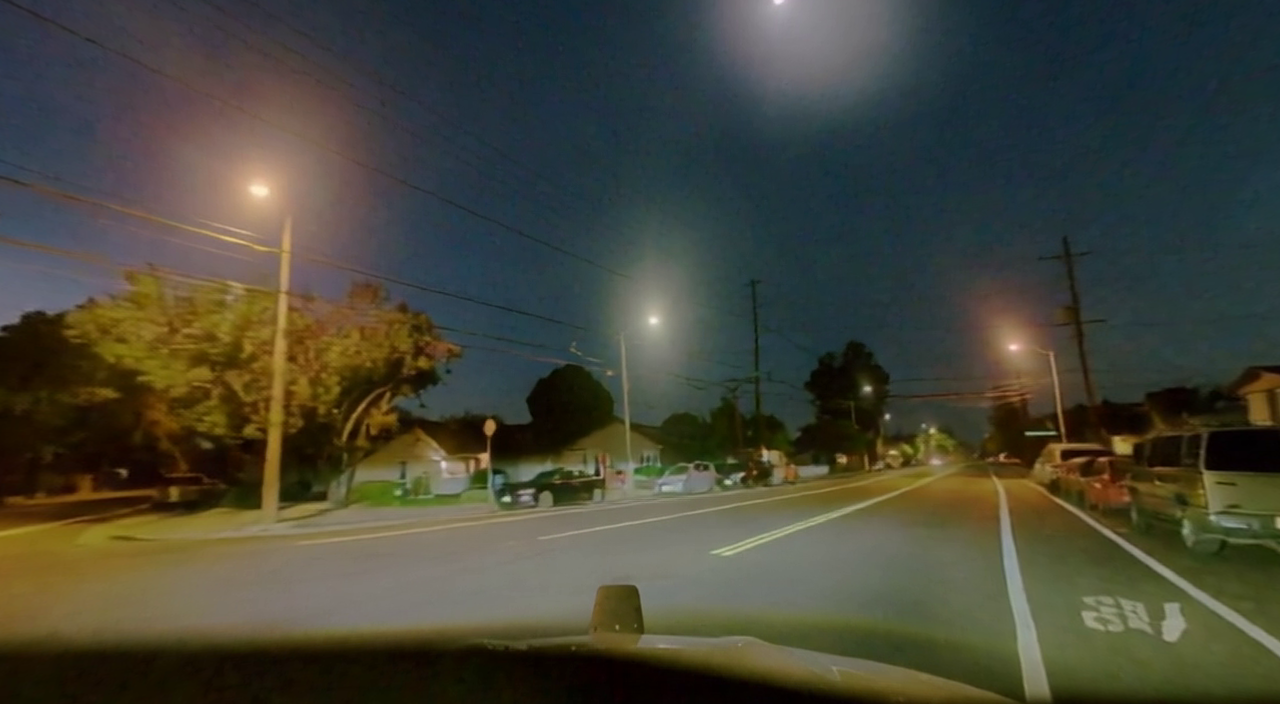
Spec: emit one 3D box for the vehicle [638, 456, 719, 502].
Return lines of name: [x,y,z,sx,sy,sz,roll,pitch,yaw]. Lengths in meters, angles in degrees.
vehicle: [1.867,5.734,28.930,1.937,1.837,4.414,-5,-10,29]

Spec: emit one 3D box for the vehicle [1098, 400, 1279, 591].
vehicle: [8.089,1.768,8.569,2.199,1.885,5.461,-5,-10,28]

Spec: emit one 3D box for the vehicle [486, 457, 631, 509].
vehicle: [-2.593,4.458,21.430,2.136,1.431,5.197,-10,-15,29]

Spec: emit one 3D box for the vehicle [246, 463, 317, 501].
vehicle: [-18.157,6.570,32.204,1.989,1.683,3.918,2,-9,-13]

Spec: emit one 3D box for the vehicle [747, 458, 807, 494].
vehicle: [9.015,8.008,41.222,2.282,2.060,5.738,-5,-10,27]

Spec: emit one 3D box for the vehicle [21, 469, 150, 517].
vehicle: [-26.132,6.625,30.090,2.287,1.830,5.343,2,-9,-14]

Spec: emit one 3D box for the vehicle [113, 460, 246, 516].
vehicle: [-15.458,4.535,21.554,1.981,1.579,4.446,2,-9,-13]

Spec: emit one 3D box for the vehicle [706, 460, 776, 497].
vehicle: [5.873,7.135,36.103,2.089,1.837,5.499,-5,-10,29]
